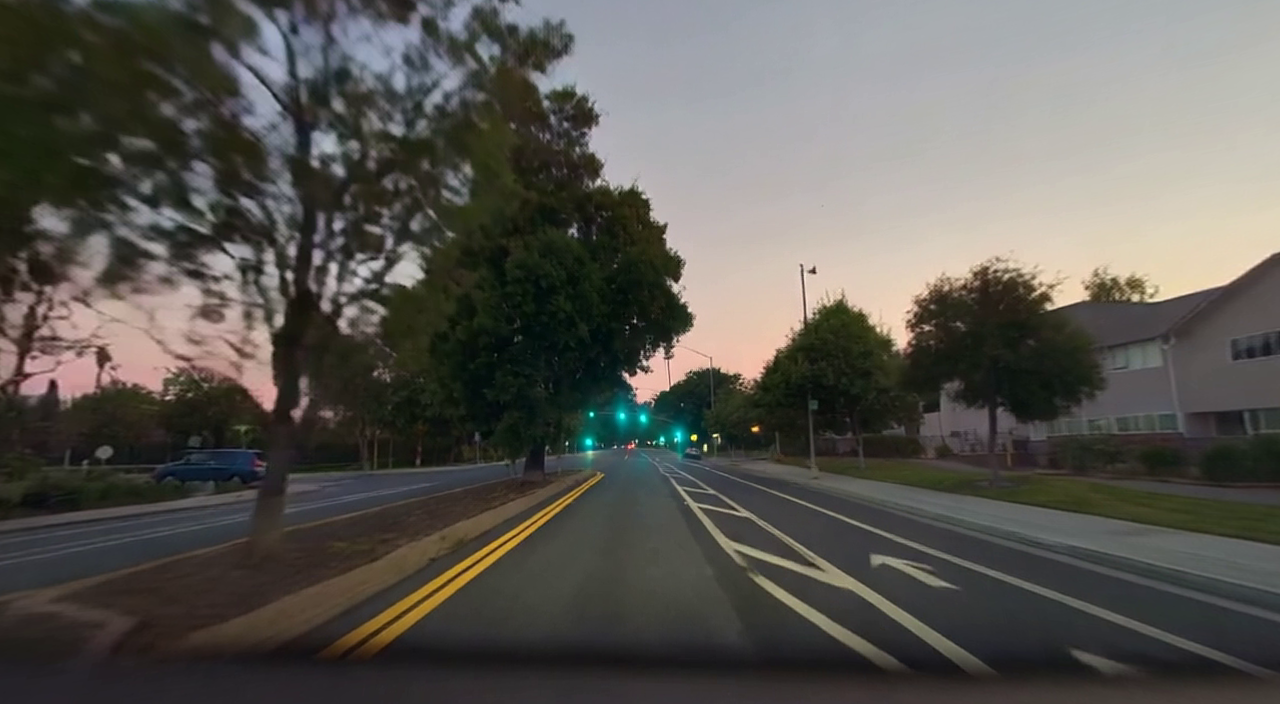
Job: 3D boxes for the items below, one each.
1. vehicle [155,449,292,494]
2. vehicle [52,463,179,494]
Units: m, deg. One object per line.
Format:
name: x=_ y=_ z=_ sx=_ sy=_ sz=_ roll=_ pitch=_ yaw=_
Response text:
vehicle: x=-21.913 y=6.285 z=33.322 sx=5.841 sy=1.902 sz=2.244 roll=-4 pitch=-9 yaw=4
vehicle: x=-27.752 y=6.712 z=33.499 sx=4.696 sy=1.518 sz=2.224 roll=0 pitch=-8 yaw=-2
